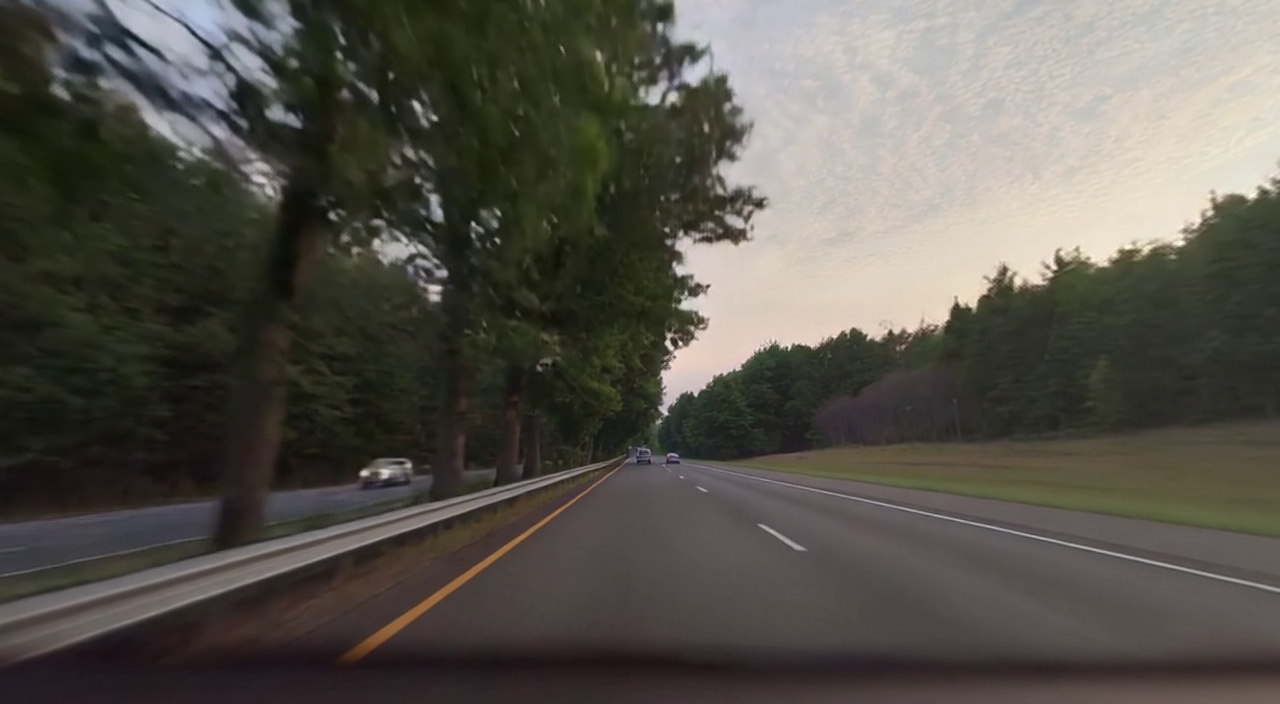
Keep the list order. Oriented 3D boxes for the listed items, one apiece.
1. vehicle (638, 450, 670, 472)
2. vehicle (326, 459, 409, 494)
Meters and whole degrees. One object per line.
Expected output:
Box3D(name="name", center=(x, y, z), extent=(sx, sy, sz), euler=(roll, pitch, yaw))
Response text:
Box3D(name="vehicle", center=(0.954, 7.854, 45.450), extent=(2.162, 1.492, 3.975), euler=(0, -9, 0))
Box3D(name="vehicle", center=(-12.511, 5.721, 29.260), extent=(1.873, 1.452, 4.361), euler=(0, -9, 0))
